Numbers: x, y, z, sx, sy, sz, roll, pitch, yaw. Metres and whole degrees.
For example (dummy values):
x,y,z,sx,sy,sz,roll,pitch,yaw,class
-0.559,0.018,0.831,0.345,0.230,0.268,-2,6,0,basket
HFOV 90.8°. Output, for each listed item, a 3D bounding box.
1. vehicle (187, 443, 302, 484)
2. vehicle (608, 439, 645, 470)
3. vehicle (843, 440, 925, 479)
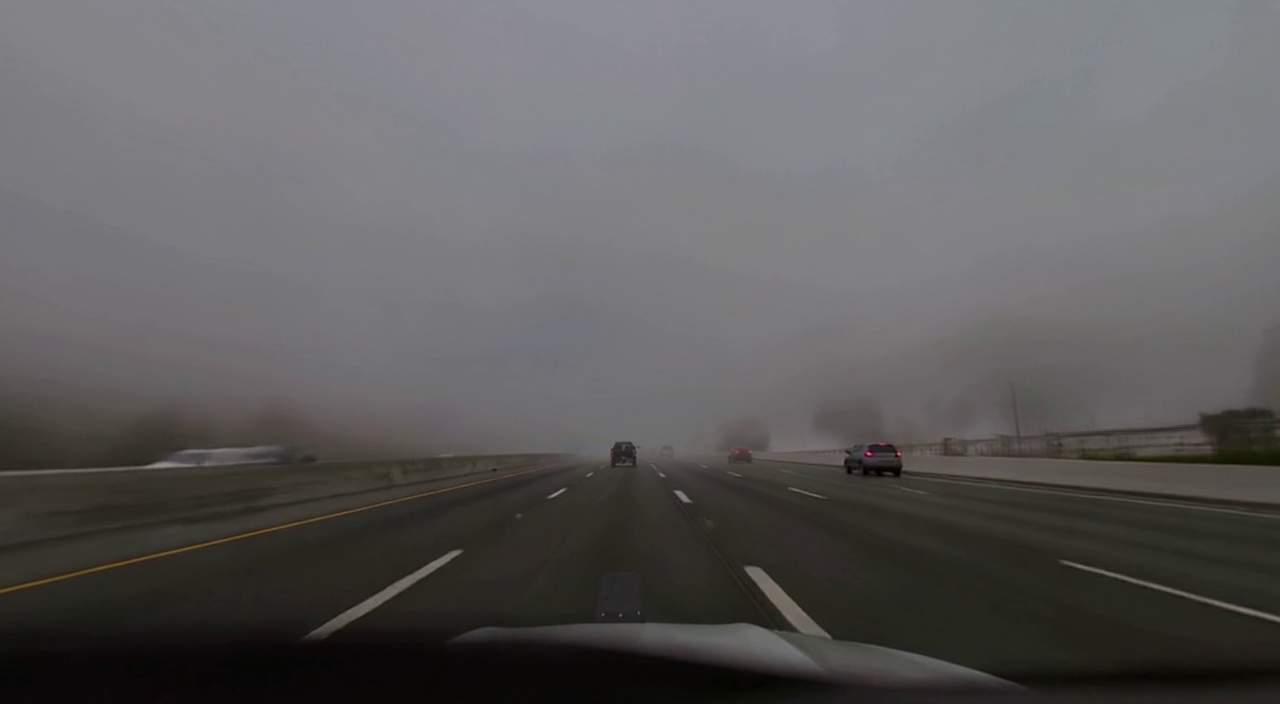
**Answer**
x,y,z,sx,sy,sz,roll,pitch,yaw,class
-15.020,4.230,24.289,1.875,1.440,3.887,0,-9,0,vehicle
-0.821,6.252,38.610,2.121,1.739,4.087,0,-9,-1,vehicle
11.138,4.921,29.183,1.912,1.673,4.438,0,-9,-1,vehicle
